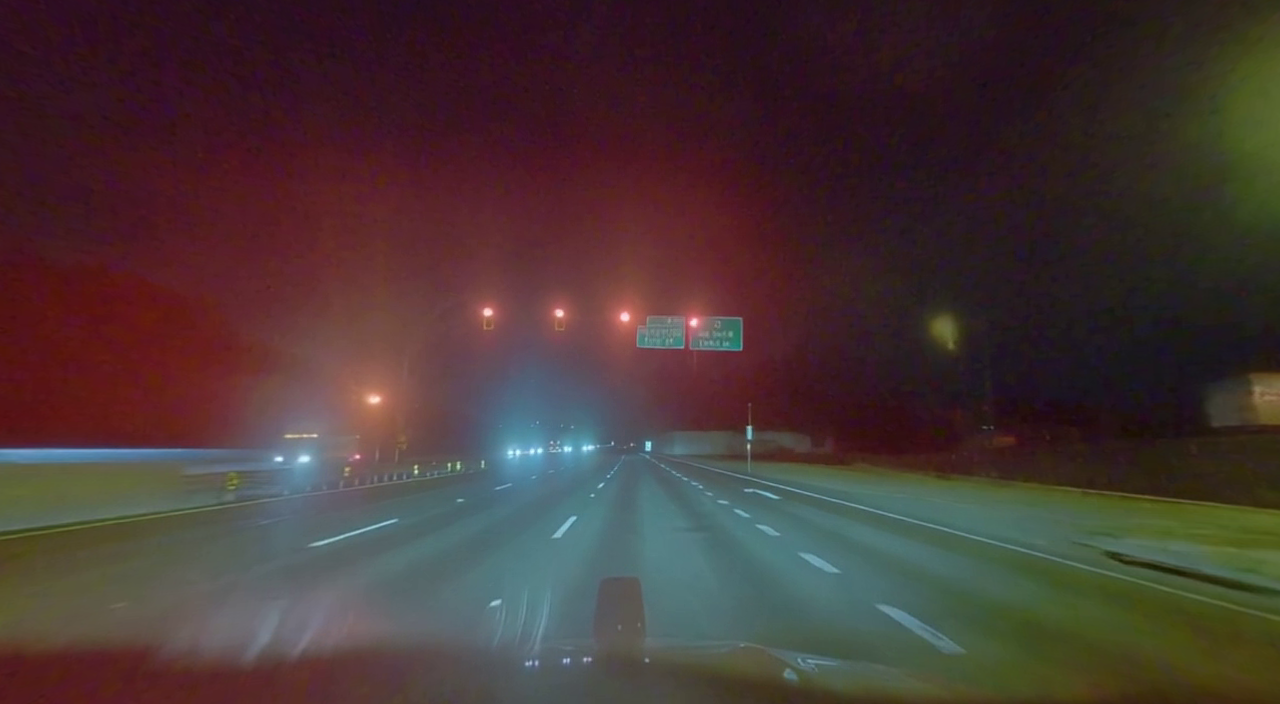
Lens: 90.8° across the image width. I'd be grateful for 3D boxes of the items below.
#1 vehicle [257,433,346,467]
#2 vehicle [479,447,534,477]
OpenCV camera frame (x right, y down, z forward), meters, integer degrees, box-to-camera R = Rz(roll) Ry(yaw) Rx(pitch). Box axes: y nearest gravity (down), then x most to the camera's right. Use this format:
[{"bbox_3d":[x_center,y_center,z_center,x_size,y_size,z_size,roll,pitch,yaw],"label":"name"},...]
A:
[{"bbox_3d":[-16.497,4.800,31.073,1.934,1.523,4.545,0,-9,-1],"label":"vehicle"},{"bbox_3d":[-7.033,5.840,33.734,2.012,1.456,4.309,0,-9,0],"label":"vehicle"}]
